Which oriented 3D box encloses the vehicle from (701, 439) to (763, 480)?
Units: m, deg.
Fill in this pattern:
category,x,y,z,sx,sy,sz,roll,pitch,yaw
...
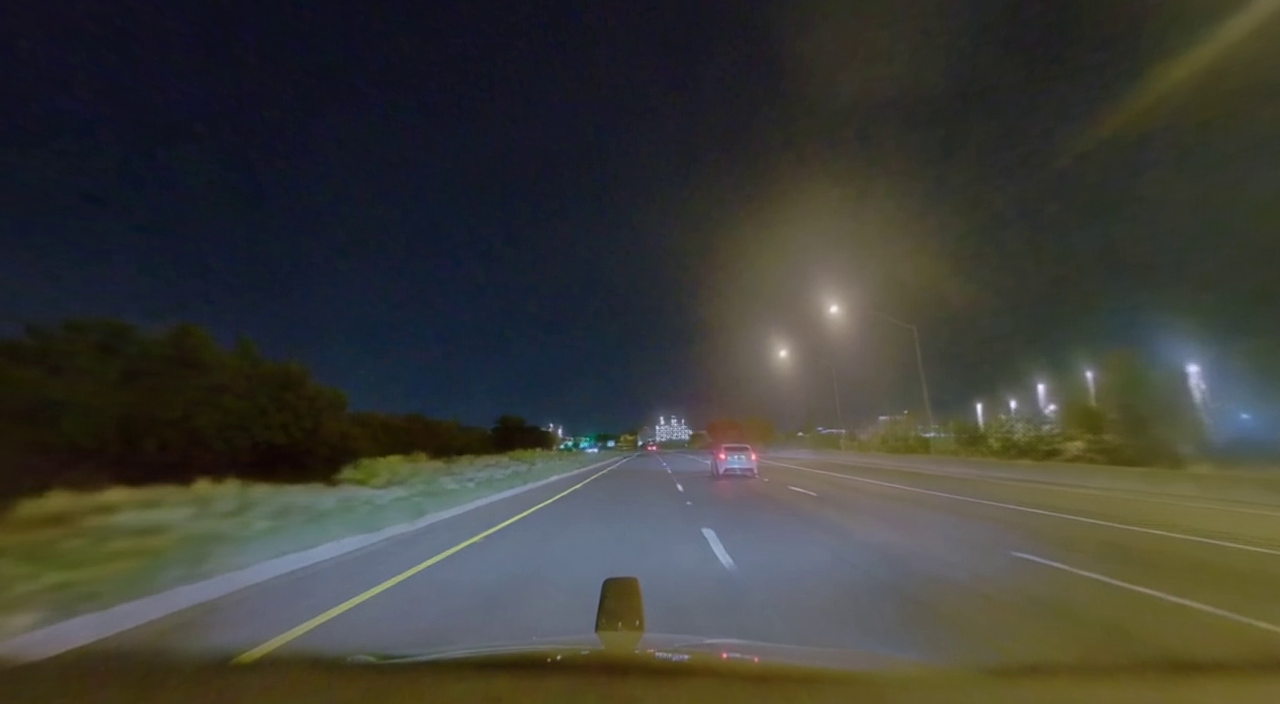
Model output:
category,x,y,z,sx,sy,sz,roll,pitch,yaw
vehicle,3.631,4.305,25.579,1.874,1.506,4.116,0,-8,0
